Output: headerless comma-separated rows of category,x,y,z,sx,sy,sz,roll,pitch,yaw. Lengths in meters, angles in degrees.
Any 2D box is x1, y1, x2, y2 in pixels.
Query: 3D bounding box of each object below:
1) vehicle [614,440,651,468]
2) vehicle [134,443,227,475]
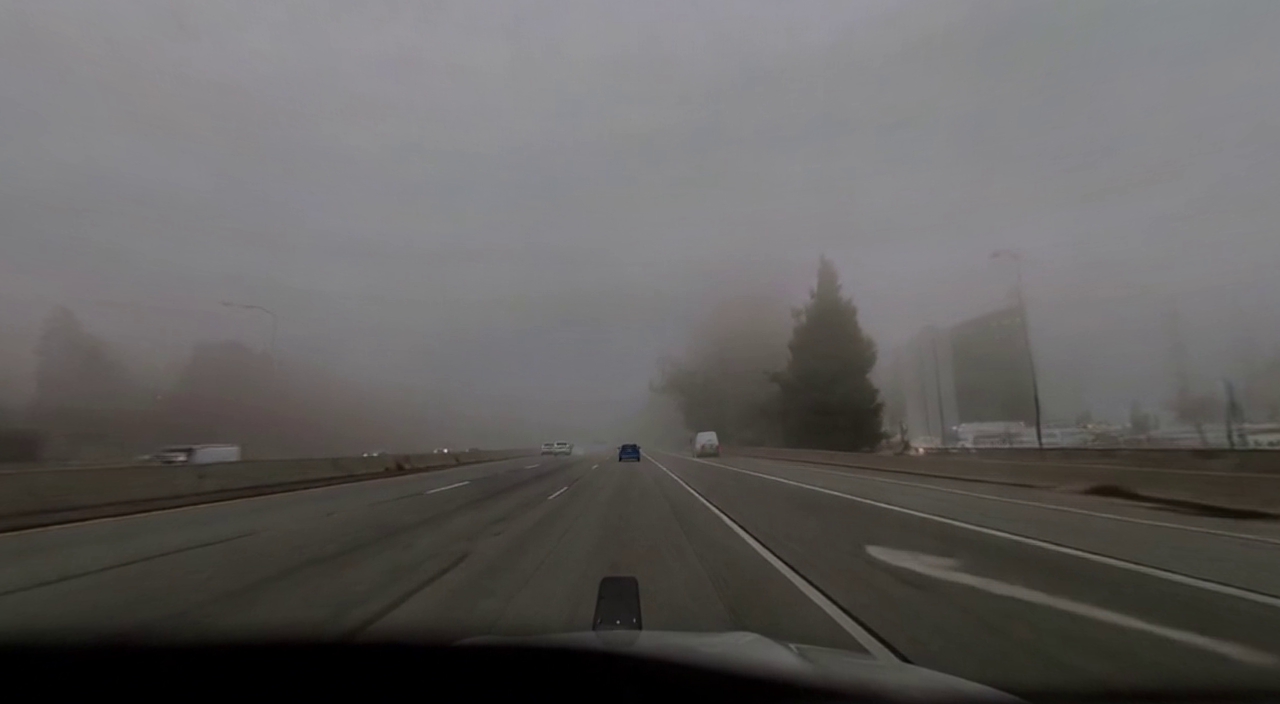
vehicle,-0.464,5.774,36.108,2.012,1.471,4.059,0,-8,-1
vehicle,-25.240,5.883,34.947,1.884,1.608,4.427,0,-8,-1
